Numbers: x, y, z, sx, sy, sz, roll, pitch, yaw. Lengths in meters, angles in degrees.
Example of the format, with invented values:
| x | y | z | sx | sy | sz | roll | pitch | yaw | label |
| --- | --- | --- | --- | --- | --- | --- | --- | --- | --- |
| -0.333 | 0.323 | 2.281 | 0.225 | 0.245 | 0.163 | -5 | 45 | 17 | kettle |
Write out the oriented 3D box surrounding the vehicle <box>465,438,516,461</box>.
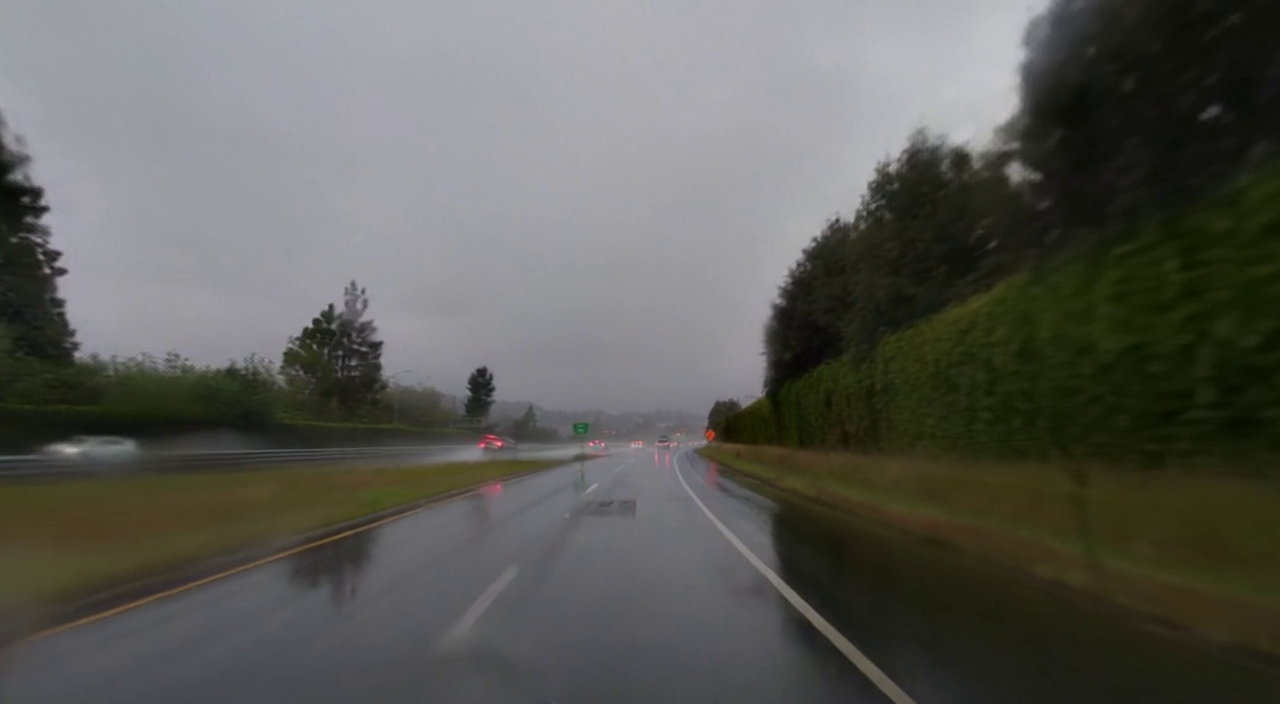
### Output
| x | y | z | sx | sy | sz | roll | pitch | yaw | label |
| --- | --- | --- | --- | --- | --- | --- | --- | --- | --- |
| -10.809 | 7.066 | 45.900 | 2.141 | 1.612 | 3.998 | -2 | -8 | 11 | vehicle |

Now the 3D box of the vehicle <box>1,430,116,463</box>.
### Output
| x | y | z | sx | sy | sz | roll | pitch | yaw | label |
| --- | --- | --- | --- | --- | --- | --- | --- | --- | --- |
| -40.639 | 6.588 | 44.281 | 2.051 | 2.134 | 5.638 | -1 | -8 | 10 | vehicle |
